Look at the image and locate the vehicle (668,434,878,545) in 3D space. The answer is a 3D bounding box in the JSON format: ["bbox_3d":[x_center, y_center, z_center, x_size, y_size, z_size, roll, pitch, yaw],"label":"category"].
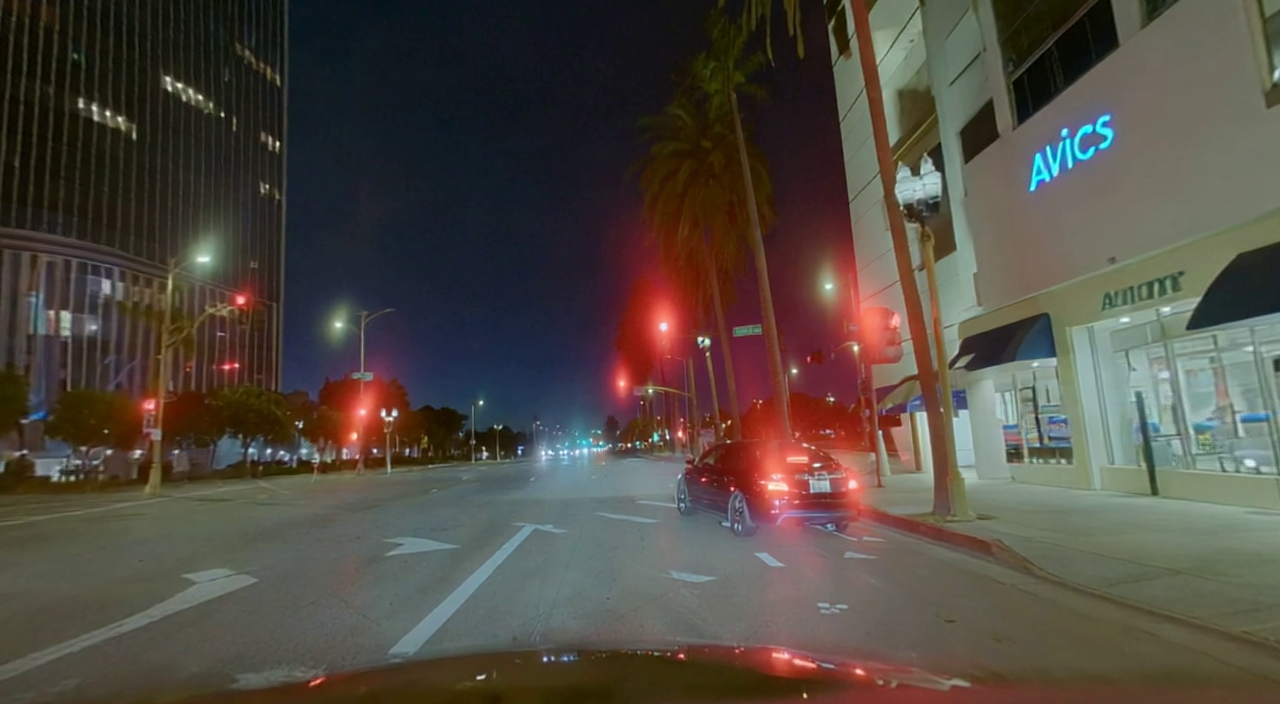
[{"bbox_3d":[1.925,2.196,10.934,2.090,1.466,4.676,1,-8,-7],"label":"vehicle"}]
